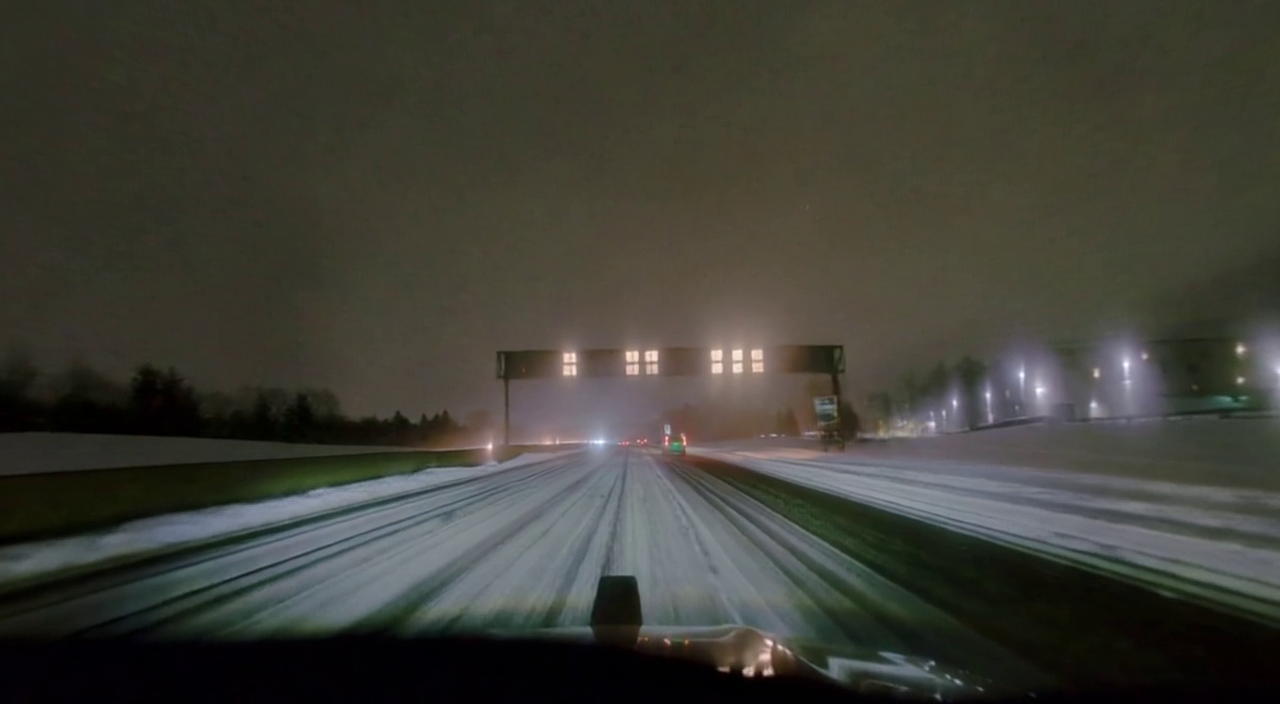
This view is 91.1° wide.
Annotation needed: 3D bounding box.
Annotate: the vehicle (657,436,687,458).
[{"bbox_3d":[2.283,6.845,45.454,1.946,1.481,3.969,0,-8,0],"label":"vehicle"}]
